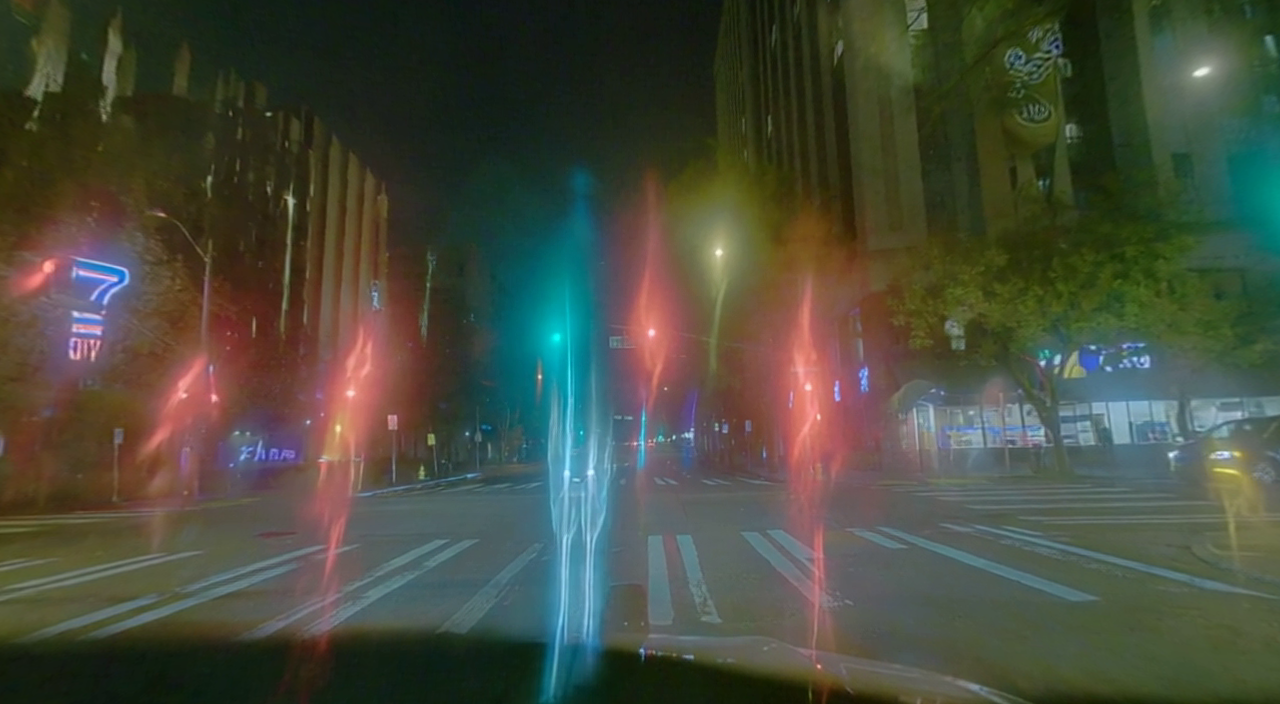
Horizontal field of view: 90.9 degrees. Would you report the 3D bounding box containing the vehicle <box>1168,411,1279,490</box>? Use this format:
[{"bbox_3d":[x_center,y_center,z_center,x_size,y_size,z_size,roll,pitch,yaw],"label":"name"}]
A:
[{"bbox_3d":[16.343,2.403,15.494,4.836,1.795,1.957,0,-8,0],"label":"vehicle"}]
